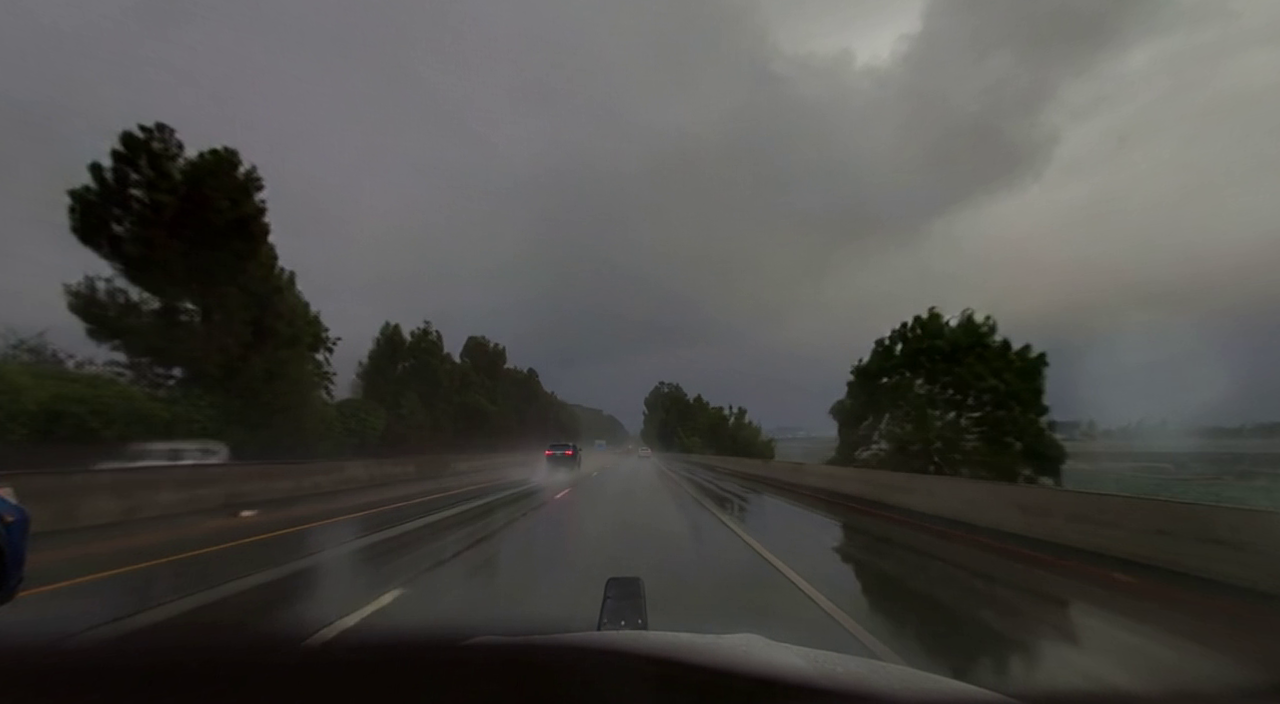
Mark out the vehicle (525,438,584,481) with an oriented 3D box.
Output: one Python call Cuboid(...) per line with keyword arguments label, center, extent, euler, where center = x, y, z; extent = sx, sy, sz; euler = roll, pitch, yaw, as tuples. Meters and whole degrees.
Cuboid(label="vehicle", center=(-3.876, 4.949, 29.315), extent=(2.056, 1.811, 4.202), euler=(0, -9, 1))
